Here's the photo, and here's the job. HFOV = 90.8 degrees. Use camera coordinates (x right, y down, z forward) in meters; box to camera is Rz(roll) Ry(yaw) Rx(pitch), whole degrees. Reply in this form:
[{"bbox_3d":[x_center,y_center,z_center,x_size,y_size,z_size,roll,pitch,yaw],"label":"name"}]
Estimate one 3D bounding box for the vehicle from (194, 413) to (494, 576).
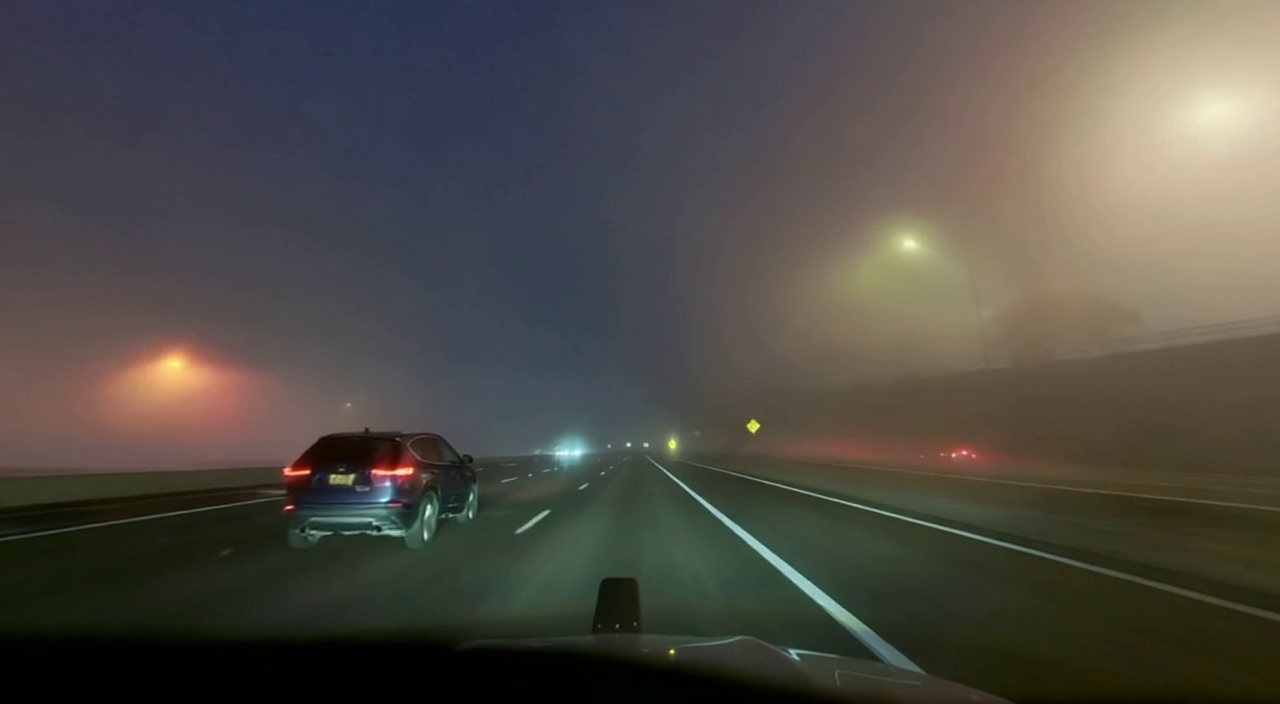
[{"bbox_3d":[-3.649,1.835,8.939,2.178,1.699,4.321,0,-8,-1],"label":"vehicle"}]
